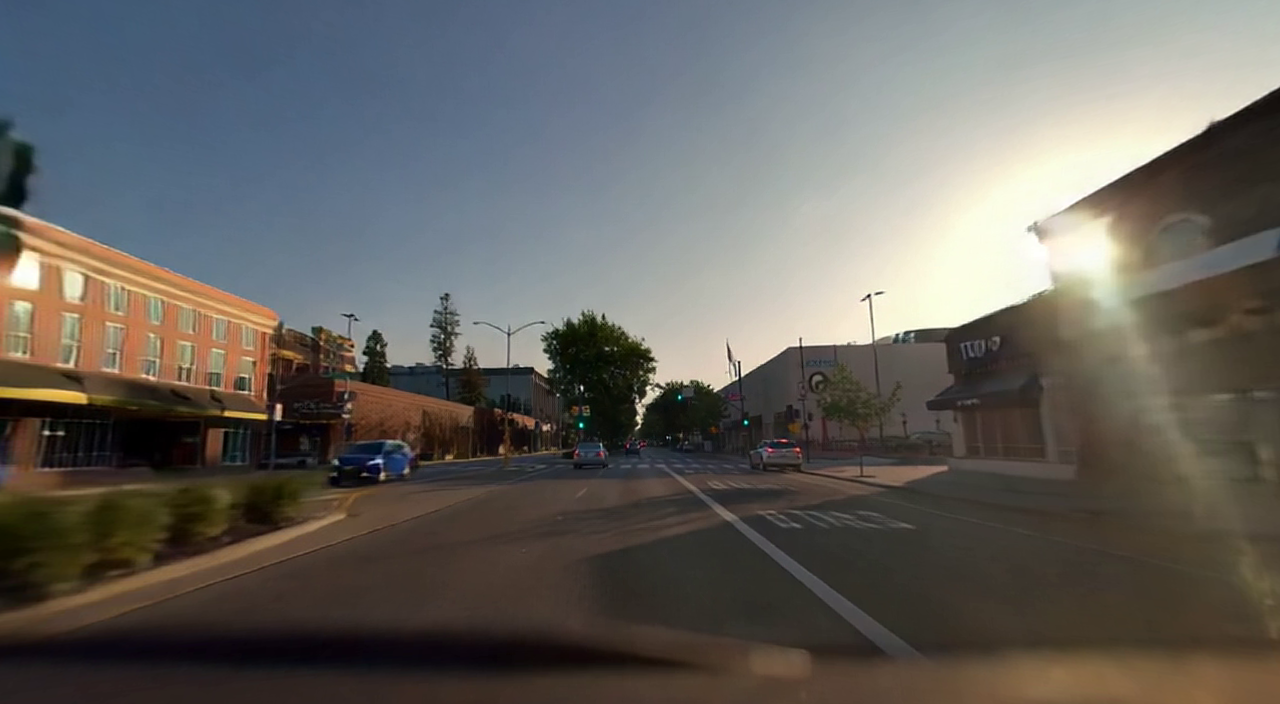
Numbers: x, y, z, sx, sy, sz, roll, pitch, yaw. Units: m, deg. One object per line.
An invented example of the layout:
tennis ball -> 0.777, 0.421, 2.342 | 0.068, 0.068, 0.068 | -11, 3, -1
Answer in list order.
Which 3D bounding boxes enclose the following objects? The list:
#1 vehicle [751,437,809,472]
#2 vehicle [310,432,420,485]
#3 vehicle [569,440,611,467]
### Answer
vehicle -> 7.255, 5.343, 33.026 | 1.950, 1.686, 4.509 | 0, -8, -1
vehicle -> -10.318, 4.022, 24.061 | 2.155, 1.830, 4.564 | 0, -8, -1
vehicle -> -2.834, 5.886, 36.588 | 2.078, 1.471, 4.217 | 0, -8, 0
